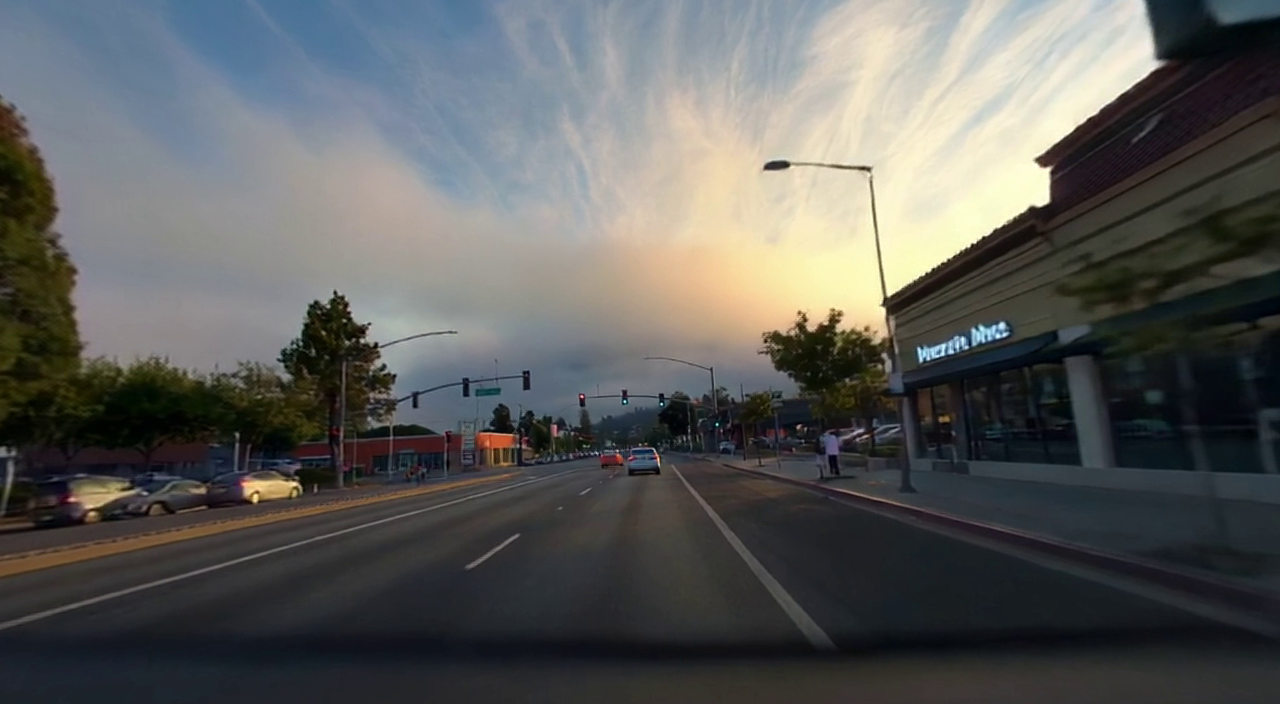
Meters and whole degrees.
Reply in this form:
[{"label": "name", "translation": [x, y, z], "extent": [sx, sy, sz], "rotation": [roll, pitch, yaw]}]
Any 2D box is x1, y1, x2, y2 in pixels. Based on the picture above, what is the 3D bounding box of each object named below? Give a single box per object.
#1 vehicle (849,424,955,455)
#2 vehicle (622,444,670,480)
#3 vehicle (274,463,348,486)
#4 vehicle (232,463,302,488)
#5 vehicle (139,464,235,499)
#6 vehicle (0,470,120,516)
[{"label": "vehicle", "translation": [13.284, 4.463, 32.226], "extent": [4.466, 1.553, 2.060], "rotation": [0, -8, -1]}, {"label": "vehicle", "translation": [0.287, 4.834, 28.076], "extent": [1.977, 1.451, 4.032], "rotation": [-1, -9, 1]}, {"label": "vehicle", "translation": [-25.153, 9.346, 48.381], "extent": [2.007, 1.466, 4.543], "rotation": [-8, -12, 42]}, {"label": "vehicle", "translation": [-25.845, 8.557, 43.851], "extent": [3.790, 1.515, 1.704], "rotation": [8, -12, -43]}, {"label": "vehicle", "translation": [-25.660, 7.326, 35.984], "extent": [4.256, 1.697, 1.817], "rotation": [5, -10, -32]}, {"label": "vehicle", "translation": [-24.876, 5.907, 26.627], "extent": [4.310, 1.663, 1.881], "rotation": [6, -10, -35]}]
